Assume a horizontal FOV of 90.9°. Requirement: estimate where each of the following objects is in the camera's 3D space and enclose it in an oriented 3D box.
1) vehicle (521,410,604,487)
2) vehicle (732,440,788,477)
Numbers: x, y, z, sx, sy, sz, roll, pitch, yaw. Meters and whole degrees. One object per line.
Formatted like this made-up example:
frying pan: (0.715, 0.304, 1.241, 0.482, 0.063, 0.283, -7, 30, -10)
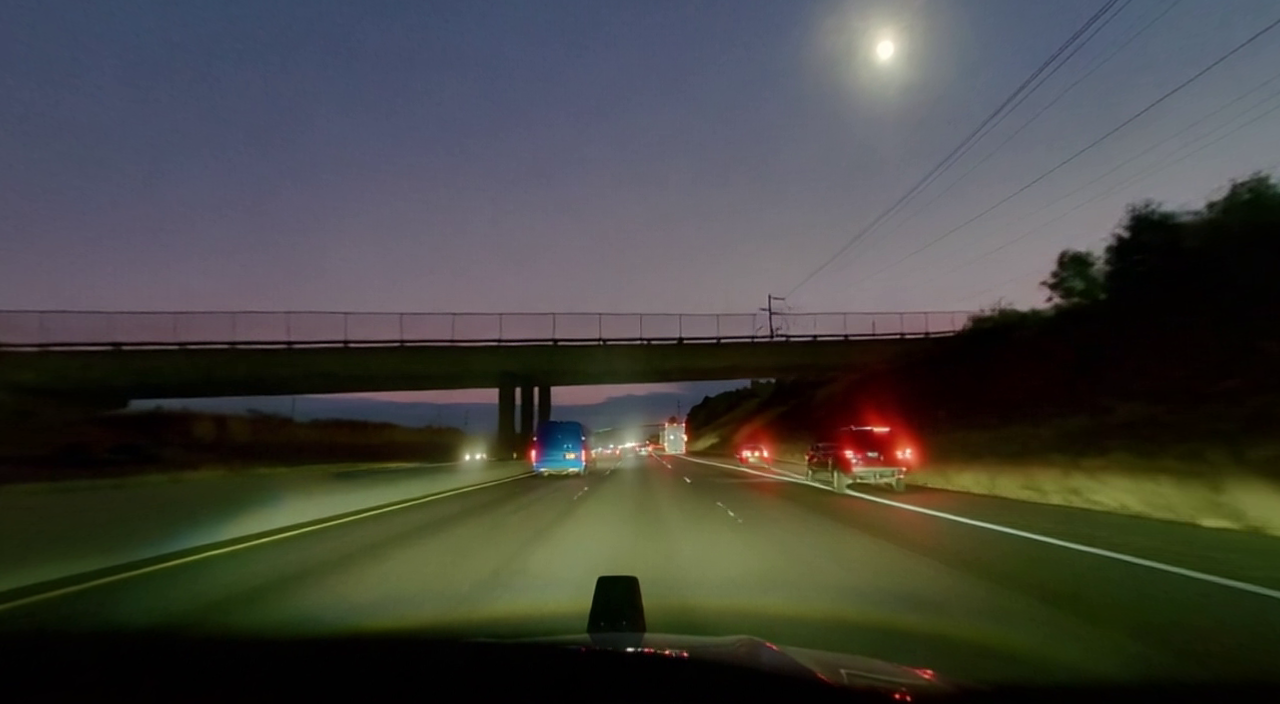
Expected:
vehicle: (-2.860, 3.800, 24.831, 2.451, 2.627, 5.868, 0, -9, 1)
vehicle: (5.764, 5.180, 30.719, 1.936, 1.664, 4.198, 0, -9, 1)
